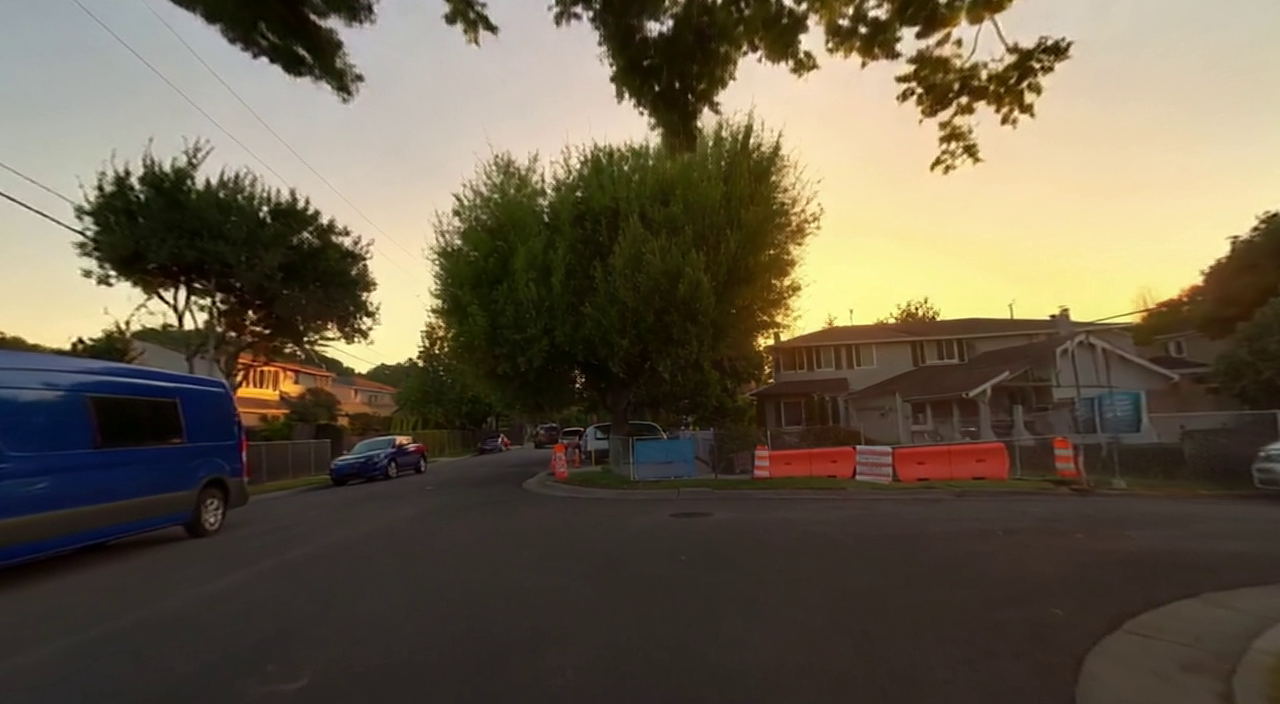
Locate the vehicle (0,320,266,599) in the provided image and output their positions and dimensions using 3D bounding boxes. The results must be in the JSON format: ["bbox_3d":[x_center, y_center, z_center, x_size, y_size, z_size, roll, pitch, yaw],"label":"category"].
[{"bbox_3d":[-7.025,1.128,6.836,2.284,2.500,7.006,-2,-6,-5],"label":"vehicle"}]

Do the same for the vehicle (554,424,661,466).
[{"bbox_3d":[-1.148,3.537,24.236,1.827,1.436,4.070,-6,-10,39],"label":"vehicle"}]

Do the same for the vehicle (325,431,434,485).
[{"bbox_3d":[-8.037,3.263,19.879,1.899,1.524,4.082,0,-7,-4],"label":"vehicle"}]

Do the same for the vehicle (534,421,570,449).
[{"bbox_3d":[-6.578,6.263,47.724,2.219,1.984,4.712,0,-7,-3],"label":"vehicle"}]

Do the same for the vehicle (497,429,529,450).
[{"bbox_3d":[-9.577,6.634,47.657,1.765,1.493,4.130,0,-7,-4],"label":"vehicle"}]

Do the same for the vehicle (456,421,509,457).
[{"bbox_3d":[-9.125,5.084,36.920,2.042,1.937,4.960,0,-7,-3],"label":"vehicle"}]
